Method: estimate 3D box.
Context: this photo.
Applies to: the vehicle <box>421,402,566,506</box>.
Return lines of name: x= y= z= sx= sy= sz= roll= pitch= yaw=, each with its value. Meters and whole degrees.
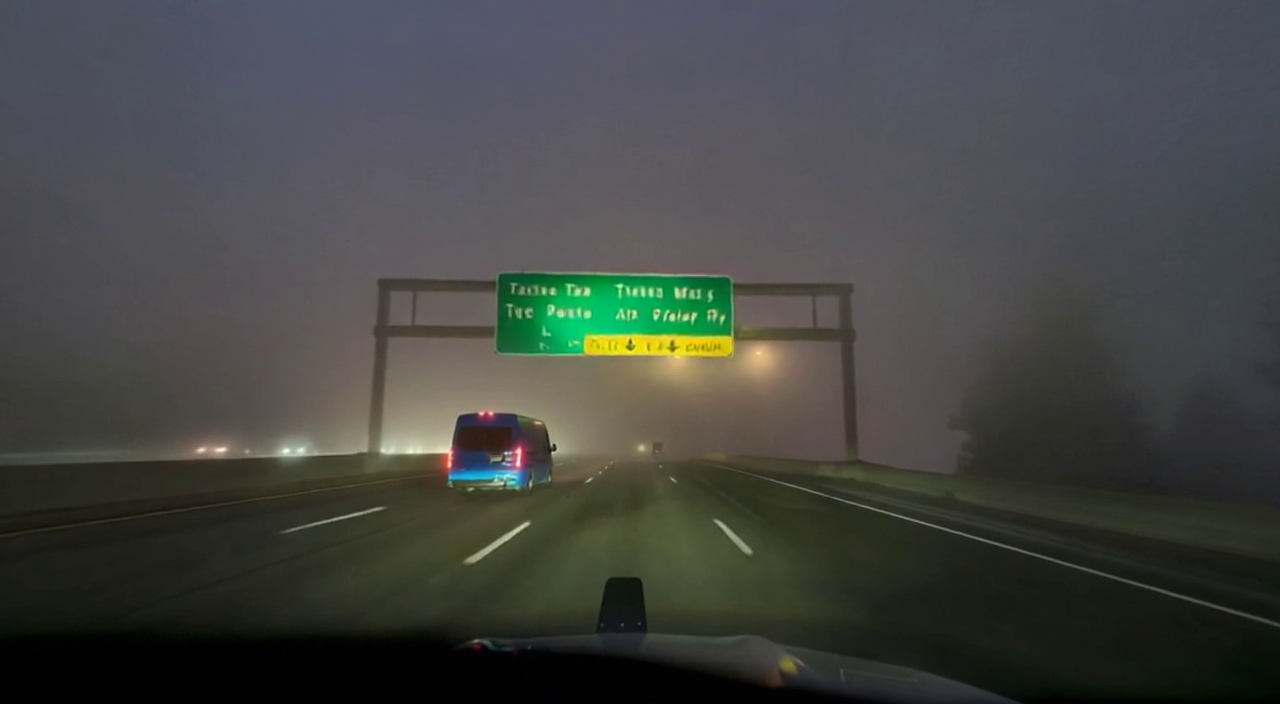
vehicle: x=-3.491 y=2.608 z=16.335 sx=2.372 sy=2.248 sz=5.393 roll=0 pitch=-9 yaw=1

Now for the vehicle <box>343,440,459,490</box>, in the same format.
vehicle: x=-7.928 y=3.779 z=21.393 sx=1.987 sy=1.490 sz=4.781 roll=0 pitch=-9 yaw=1
